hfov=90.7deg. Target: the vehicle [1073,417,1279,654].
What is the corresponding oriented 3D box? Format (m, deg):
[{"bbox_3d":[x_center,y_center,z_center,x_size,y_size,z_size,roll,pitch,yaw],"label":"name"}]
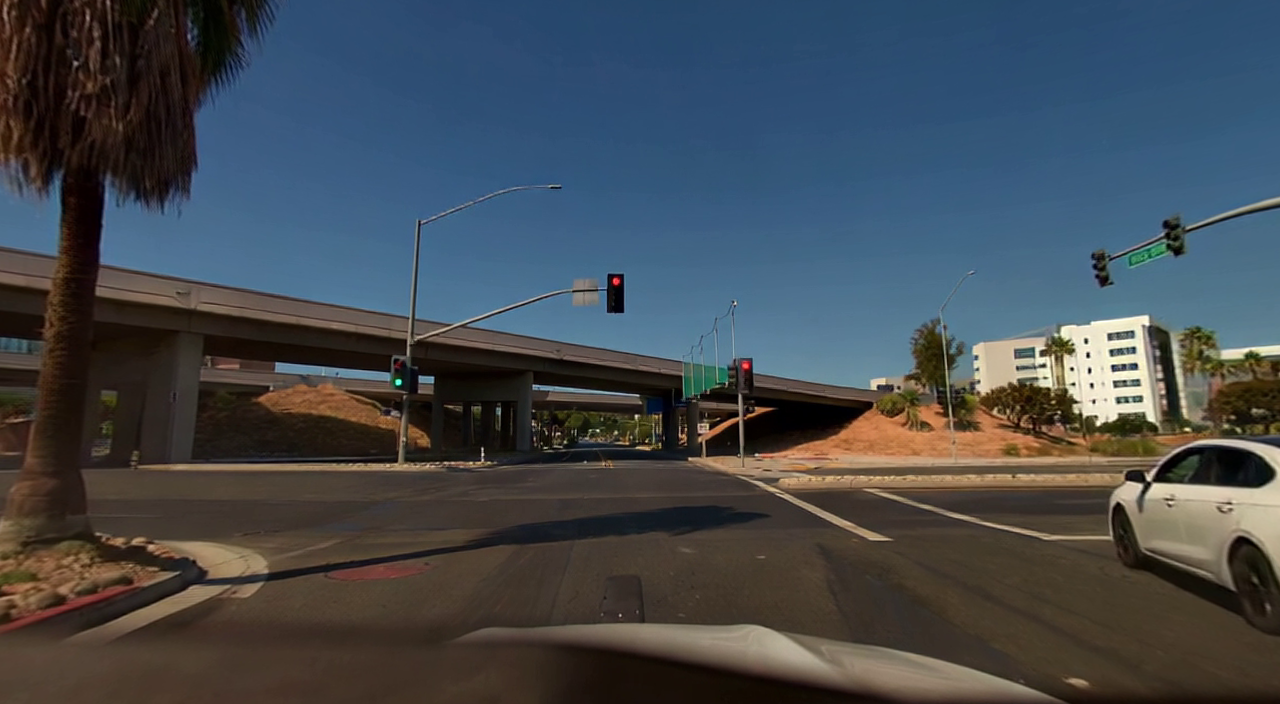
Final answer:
[{"bbox_3d":[5.460,1.333,5.149,1.959,1.485,4.628,-3,-9,19],"label":"vehicle"}]
